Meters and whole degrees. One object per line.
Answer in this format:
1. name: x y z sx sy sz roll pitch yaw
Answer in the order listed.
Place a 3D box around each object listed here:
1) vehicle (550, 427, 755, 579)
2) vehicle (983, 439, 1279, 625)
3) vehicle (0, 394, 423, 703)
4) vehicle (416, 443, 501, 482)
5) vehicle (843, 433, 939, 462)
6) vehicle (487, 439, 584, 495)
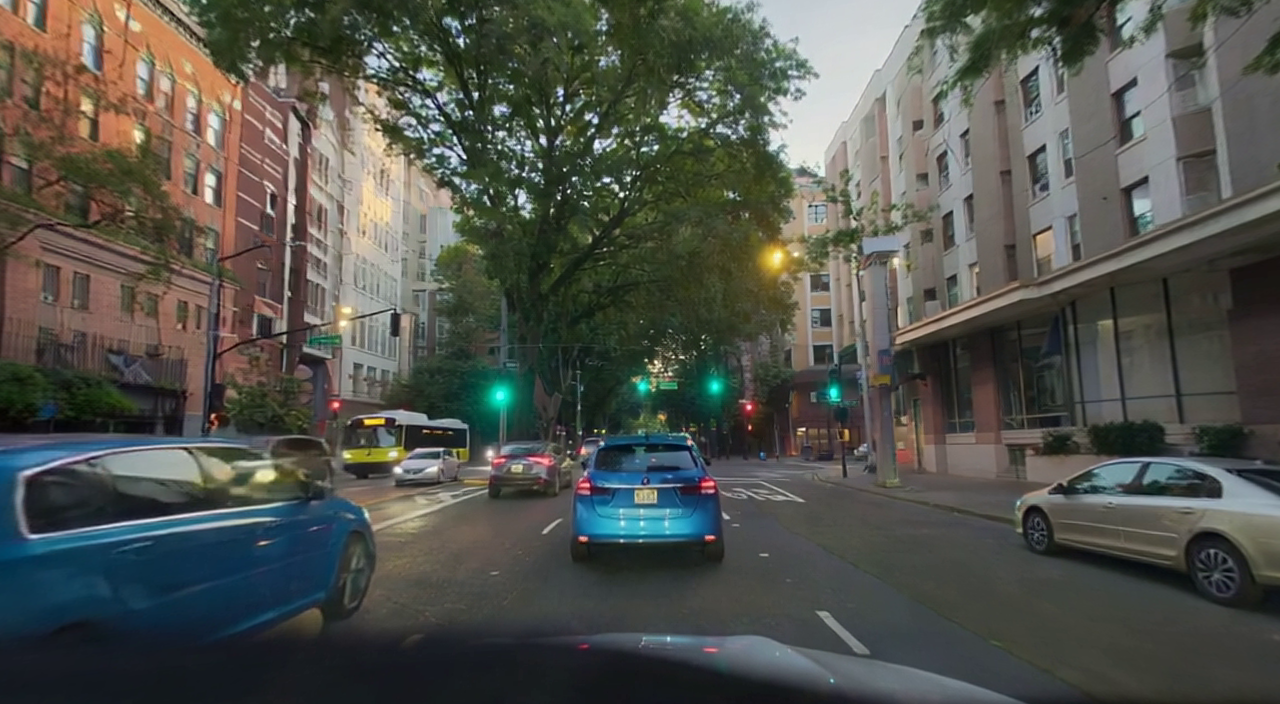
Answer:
1. vehicle: 0.097 1.764 8.074 2.022 1.481 3.564 0 -9 -1
2. vehicle: 5.991 1.709 6.905 1.873 1.453 4.579 0 -9 0
3. vehicle: -3.103 1.164 3.849 1.970 1.492 4.534 0 -9 0
4. vehicle: -6.968 4.268 24.638 1.964 1.341 4.149 -1 -9 2
5. vehicle: 16.418 6.266 41.512 5.345 1.811 2.175 0 -9 -1
6. vehicle: -3.010 3.407 19.076 2.131 1.486 4.089 0 -9 1
